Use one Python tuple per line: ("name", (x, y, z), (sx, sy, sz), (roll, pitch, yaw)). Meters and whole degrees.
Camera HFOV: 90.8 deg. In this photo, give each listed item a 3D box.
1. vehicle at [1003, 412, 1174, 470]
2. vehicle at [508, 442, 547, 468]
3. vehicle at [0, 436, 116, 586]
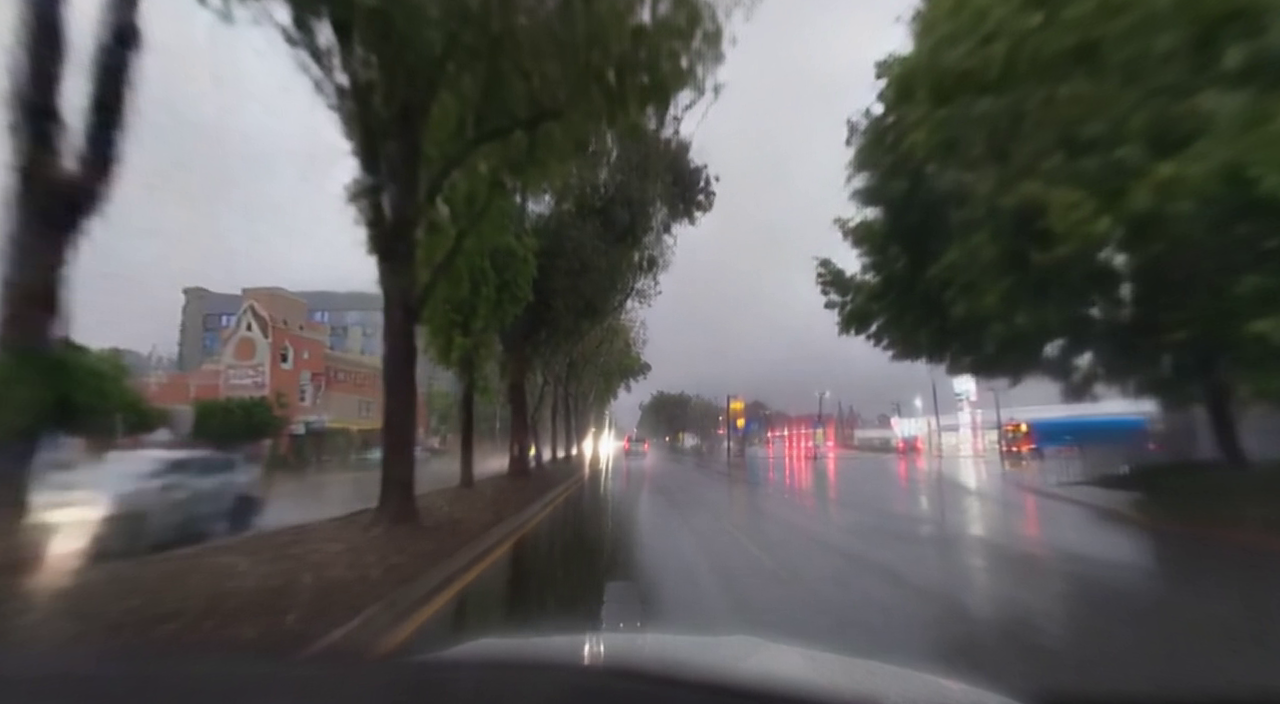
("vehicle", (25.805, 5.111, 36.445), (8.606, 3.093, 2.803), (2, -9, -13))
("vehicle", (-7.876, 7.253, 44.712), (2.008, 1.701, 4.430), (0, -9, -1))
("vehicle", (-7.363, 1.449, 5.377), (1.999, 1.478, 4.441), (0, -9, -1))
